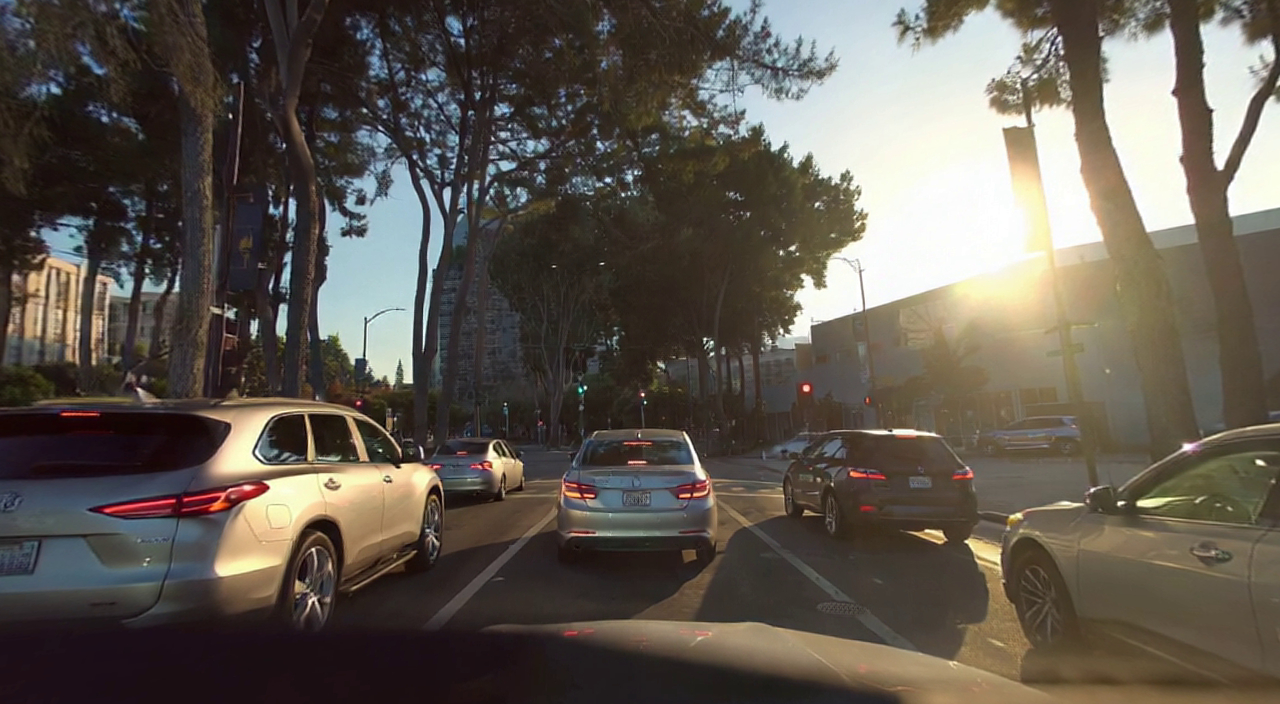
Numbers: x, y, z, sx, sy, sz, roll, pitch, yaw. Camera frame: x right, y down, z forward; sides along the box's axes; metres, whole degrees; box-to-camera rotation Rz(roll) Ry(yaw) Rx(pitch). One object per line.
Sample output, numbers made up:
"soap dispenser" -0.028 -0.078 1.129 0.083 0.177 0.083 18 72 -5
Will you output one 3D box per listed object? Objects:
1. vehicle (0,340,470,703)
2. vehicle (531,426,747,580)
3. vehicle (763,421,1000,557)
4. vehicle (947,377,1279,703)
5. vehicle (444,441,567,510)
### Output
"vehicle" -3.145 1.163 5.052 2.168 1.750 4.625 -1 -9 1
"vehicle" -0.033 1.802 8.324 2.147 1.507 3.953 0 -8 -1
"vehicle" 3.411 2.019 10.019 2.040 1.647 4.379 0 -9 0
"vehicle" 3.322 0.962 2.822 1.899 1.588 3.888 0 -8 0
"vehicle" -3.060 2.902 15.312 1.975 1.420 4.196 -1 -9 1
